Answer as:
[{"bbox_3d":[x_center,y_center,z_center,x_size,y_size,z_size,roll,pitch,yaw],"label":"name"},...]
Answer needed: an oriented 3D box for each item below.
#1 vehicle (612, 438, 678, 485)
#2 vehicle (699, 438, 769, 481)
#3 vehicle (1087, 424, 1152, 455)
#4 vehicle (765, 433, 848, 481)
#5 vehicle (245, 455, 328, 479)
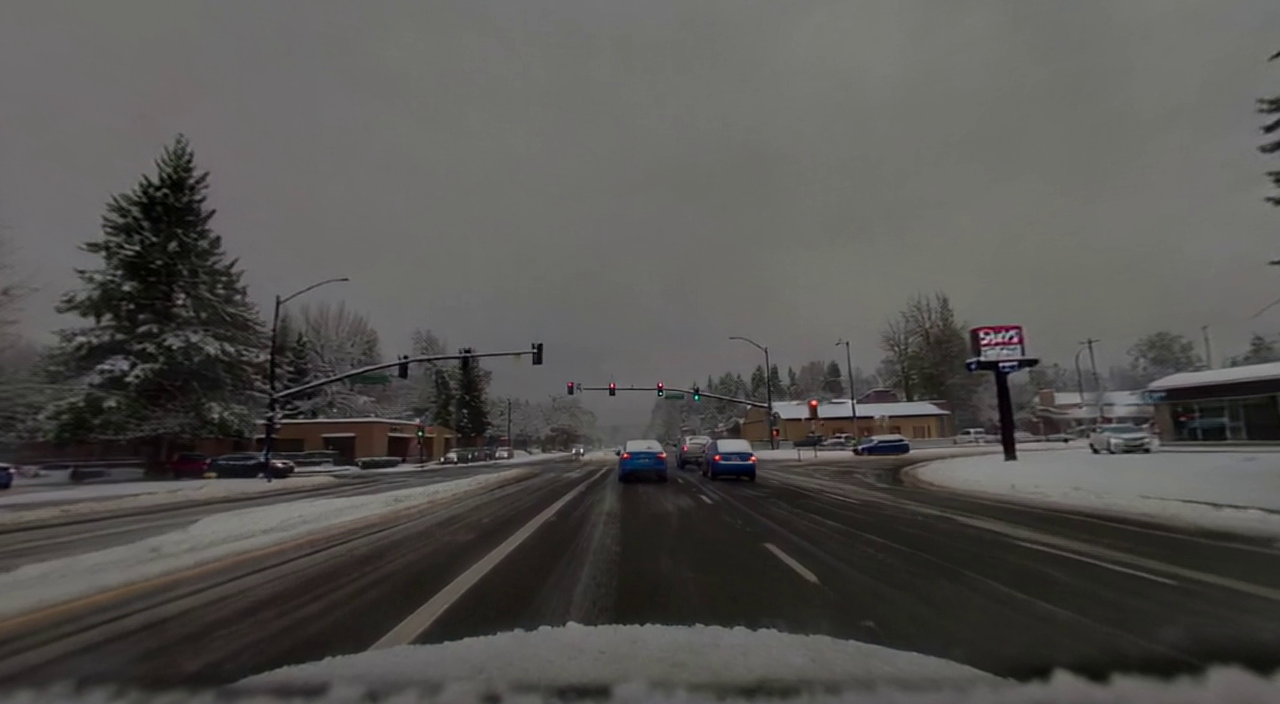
[{"bbox_3d":[0.124,3.835,22.334,2.135,1.468,4.076,0,-9,-1],"label":"vehicle"},{"bbox_3d":[3.538,4.146,24.577,1.889,1.473,4.643,0,-9,-1],"label":"vehicle"},{"bbox_3d":[25.926,4.814,34.346,2.222,1.538,4.817,-5,-10,31],"label":"vehicle"},{"bbox_3d":[6.447,4.123,24.971,2.009,1.700,4.275,0,-9,-1],"label":"vehicle"},{"bbox_3d":[-26.223,8.533,47.011,4.780,1.669,2.232,0,-9,-2],"label":"vehicle"}]
